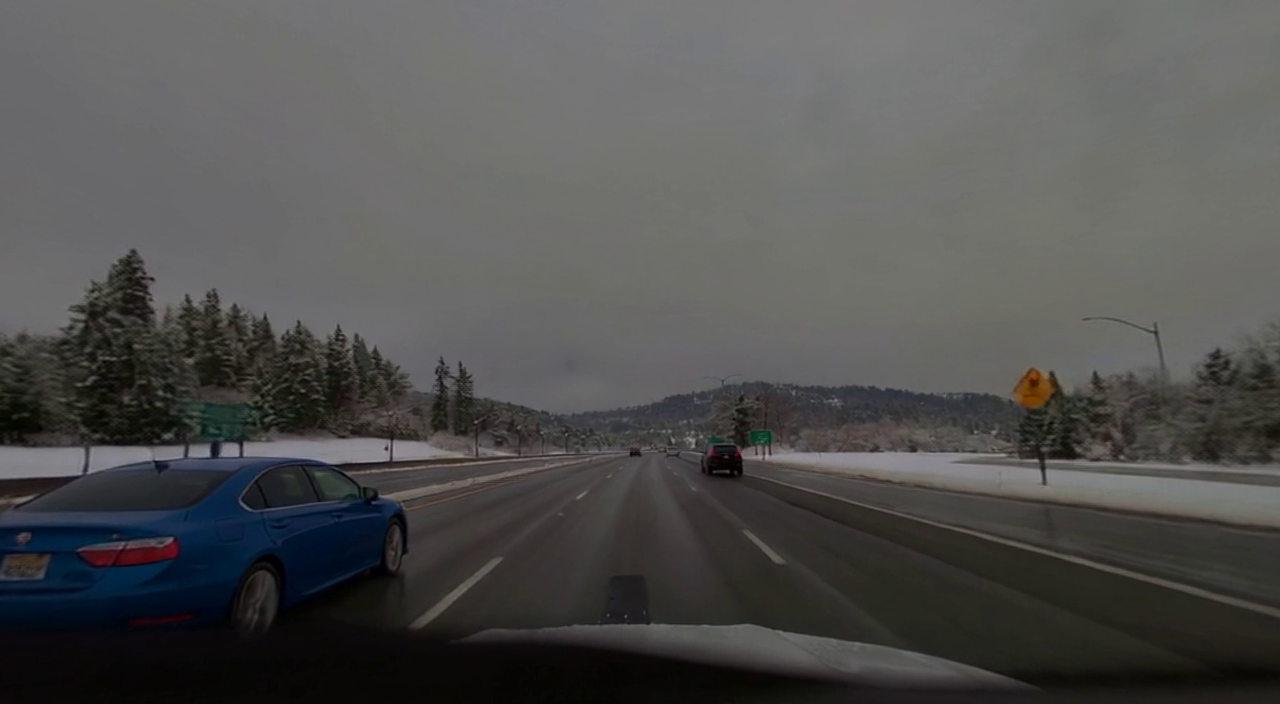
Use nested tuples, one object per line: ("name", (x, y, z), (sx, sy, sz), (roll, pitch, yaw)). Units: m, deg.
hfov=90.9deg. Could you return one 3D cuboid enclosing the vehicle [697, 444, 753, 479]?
("vehicle", (3.869, 5.067, 29.414), (1.916, 1.469, 4.481), (0, -8, 0))
